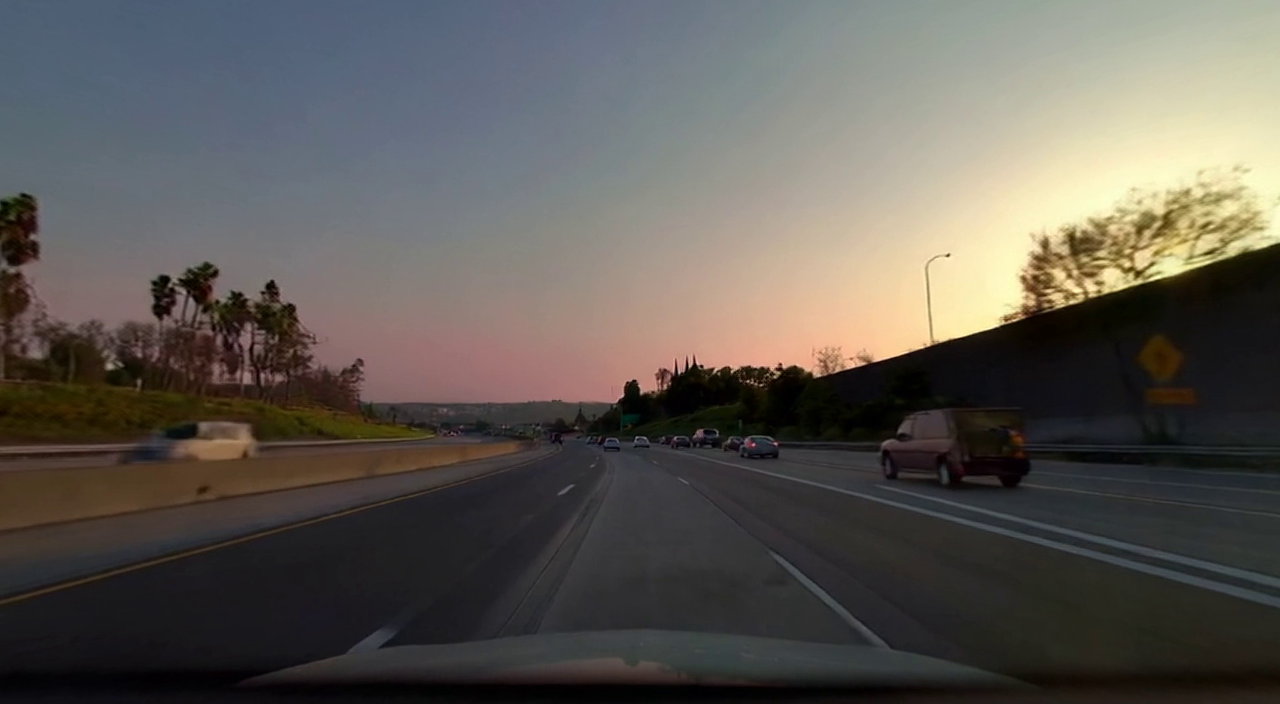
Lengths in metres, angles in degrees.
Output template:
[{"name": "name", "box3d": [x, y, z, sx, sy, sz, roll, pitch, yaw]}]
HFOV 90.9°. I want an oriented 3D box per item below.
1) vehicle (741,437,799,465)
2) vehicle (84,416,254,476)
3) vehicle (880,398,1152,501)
[{"name": "vehicle", "box3d": [7.299, 5.612, 35.940, 2.110, 1.481, 4.511, 0, -8, -3]}, {"name": "vehicle", "box3d": [-15.009, 3.038, 20.531, 2.019, 1.712, 4.612, 0, -8, -1]}, {"name": "vehicle", "box3d": [8.586, 2.375, 15.594, 2.622, 1.977, 6.537, 0, -8, -1]}]
